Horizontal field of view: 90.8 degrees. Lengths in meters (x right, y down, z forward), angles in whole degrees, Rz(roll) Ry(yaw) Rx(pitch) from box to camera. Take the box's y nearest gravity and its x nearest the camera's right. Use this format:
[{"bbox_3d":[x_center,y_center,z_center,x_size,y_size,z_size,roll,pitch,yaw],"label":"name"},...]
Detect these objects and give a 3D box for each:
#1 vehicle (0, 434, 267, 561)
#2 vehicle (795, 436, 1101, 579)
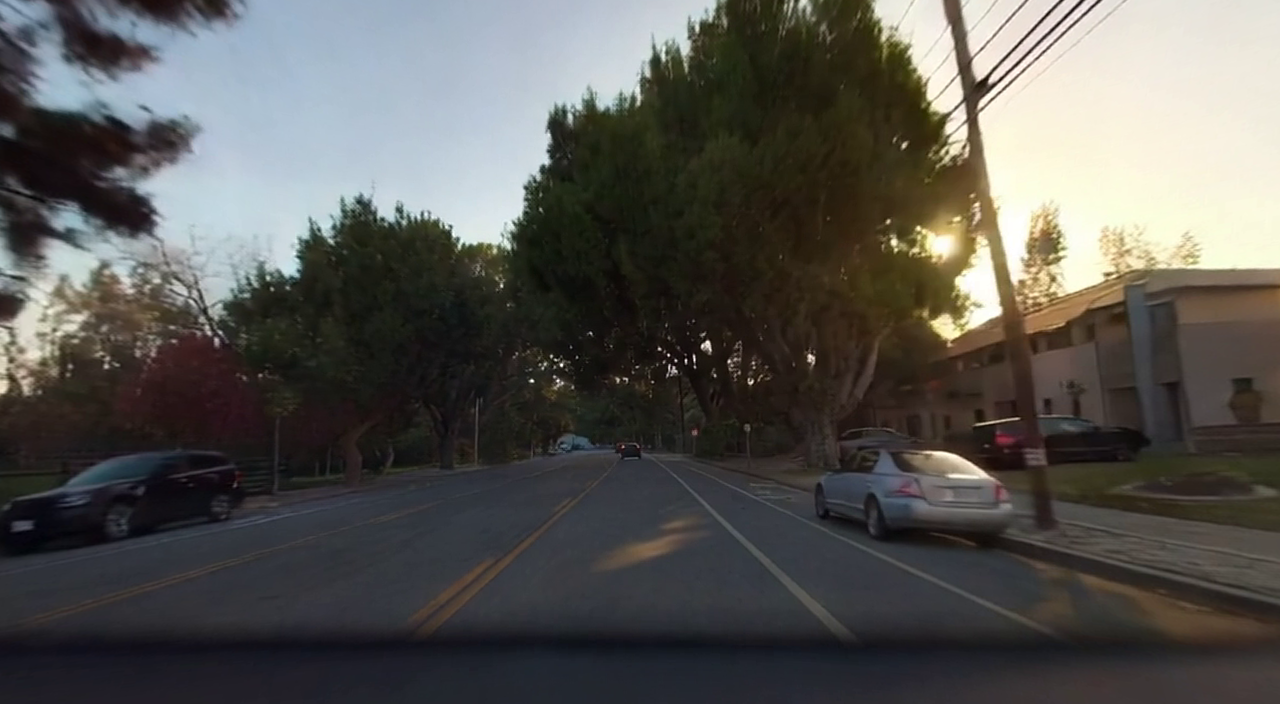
[{"bbox_3d":[-10.939,3.017,13.960,2.111,2.050,5.328,-7,-8,0],"label":"vehicle"},{"bbox_3d":[3.919,2.030,9.182,2.167,1.535,4.464,0,-8,0],"label":"vehicle"}]
